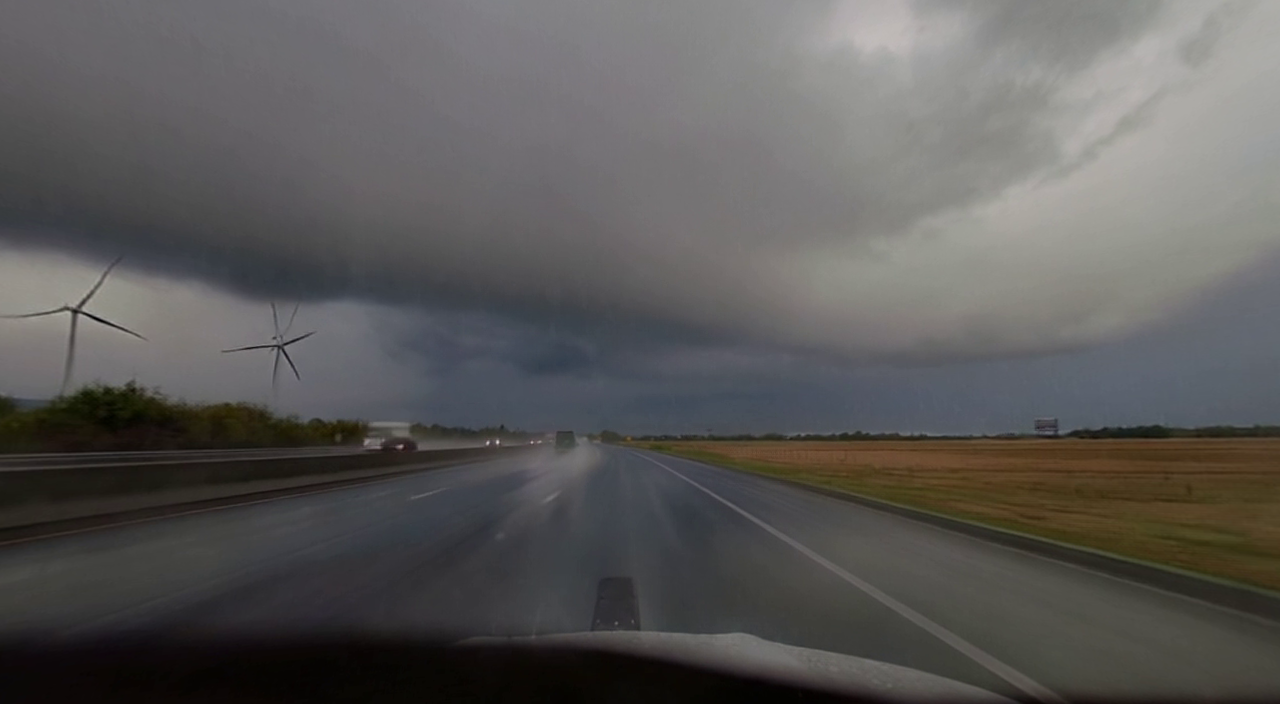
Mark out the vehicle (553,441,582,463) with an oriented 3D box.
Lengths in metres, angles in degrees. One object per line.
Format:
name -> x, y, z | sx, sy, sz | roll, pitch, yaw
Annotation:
vehicle -> -5.587, 7.767, 49.036 | 2.053, 1.549, 4.097 | 0, -8, -3
